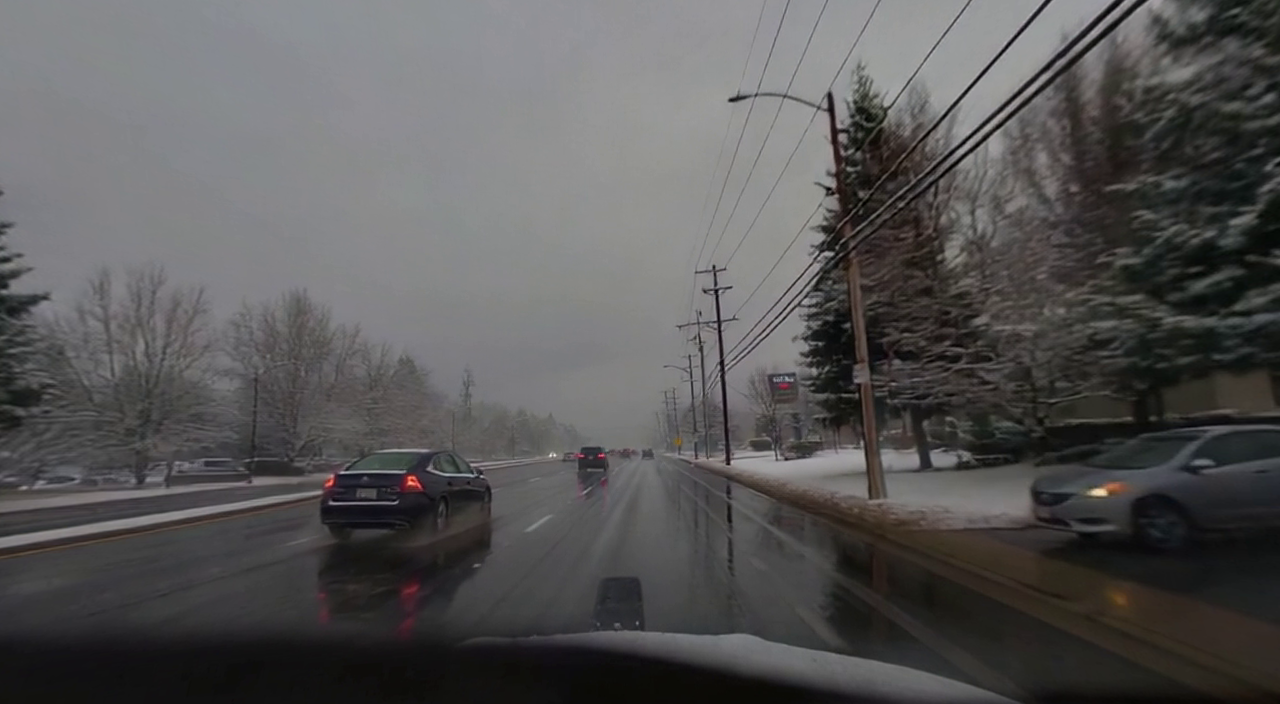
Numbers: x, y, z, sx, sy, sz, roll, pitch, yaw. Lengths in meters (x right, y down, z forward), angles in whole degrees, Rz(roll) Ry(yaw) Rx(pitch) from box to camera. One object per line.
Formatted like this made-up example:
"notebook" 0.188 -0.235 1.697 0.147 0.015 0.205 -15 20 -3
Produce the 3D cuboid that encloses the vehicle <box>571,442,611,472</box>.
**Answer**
"vehicle" -3.019 6.582 39.644 2.087 1.736 4.311 0 -9 2

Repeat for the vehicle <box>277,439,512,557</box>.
"vehicle" -3.607 2.216 10.329 1.942 1.469 4.426 0 -9 2

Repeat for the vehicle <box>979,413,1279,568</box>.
"vehicle" 6.857 1.590 7.526 4.465 1.566 1.923 1 -9 -1
